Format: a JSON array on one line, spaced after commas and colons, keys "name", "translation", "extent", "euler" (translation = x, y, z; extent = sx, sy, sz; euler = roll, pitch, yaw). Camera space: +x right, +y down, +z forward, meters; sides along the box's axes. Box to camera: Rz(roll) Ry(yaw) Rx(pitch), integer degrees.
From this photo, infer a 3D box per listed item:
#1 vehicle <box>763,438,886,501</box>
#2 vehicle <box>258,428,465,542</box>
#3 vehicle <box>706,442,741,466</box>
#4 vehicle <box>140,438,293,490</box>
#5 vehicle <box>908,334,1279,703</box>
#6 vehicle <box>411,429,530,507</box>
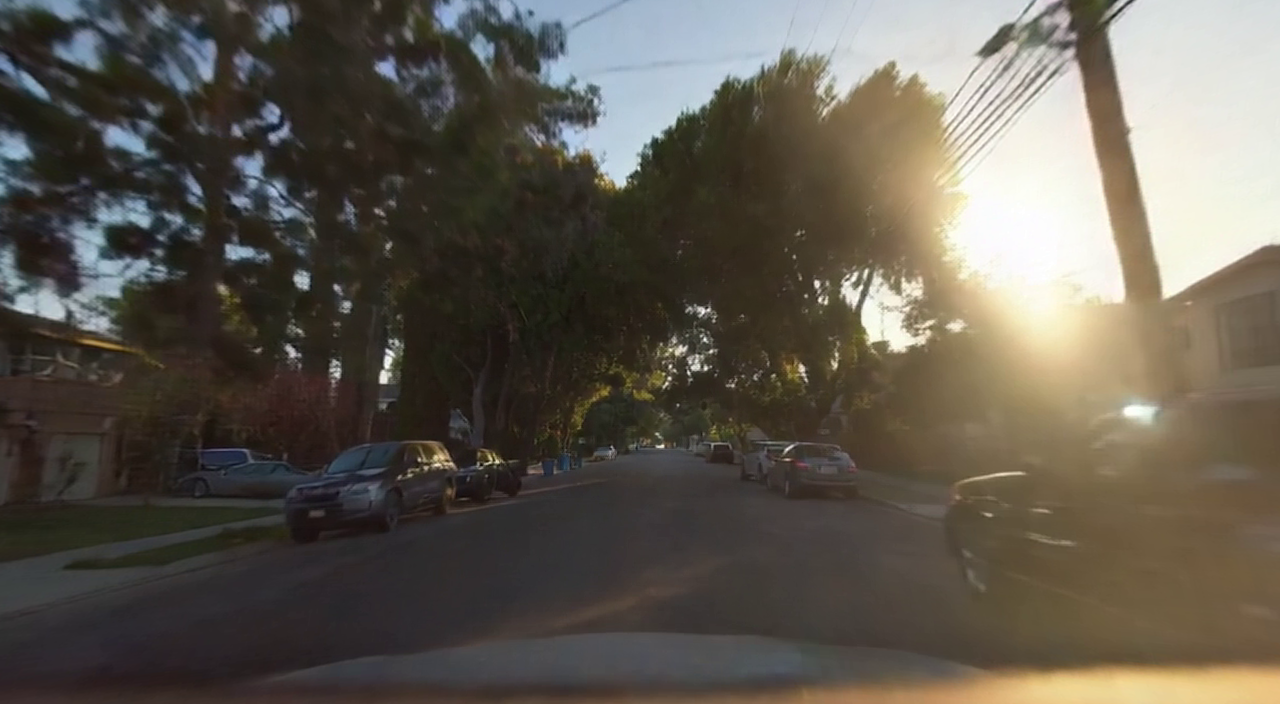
[{"name": "vehicle", "translation": [4.941, 3.204, 17.792], "extent": [2.090, 1.489, 4.952], "euler": [-1, -8, 2]}, {"name": "vehicle", "translation": [-5.332, 2.595, 12.875], "extent": [2.118, 1.753, 4.377], "euler": [-5, -9, 2]}, {"name": "vehicle", "translation": [5.744, 7.080, 44.013], "extent": [1.906, 1.503, 4.498], "euler": [-1, -8, 2]}, {"name": "vehicle", "translation": [-17.720, 4.670, 26.654], "extent": [4.832, 2.033, 2.045], "euler": [0, -8, -5]}, {"name": "vehicle", "translation": [3.852, 0.986, 3.808], "extent": [2.122, 1.809, 5.421], "euler": [-1, -8, 1]}, {"name": "vehicle", "translation": [-4.875, 3.410, 18.866], "extent": [2.156, 1.859, 4.573], "euler": [-4, -9, 1]}]
